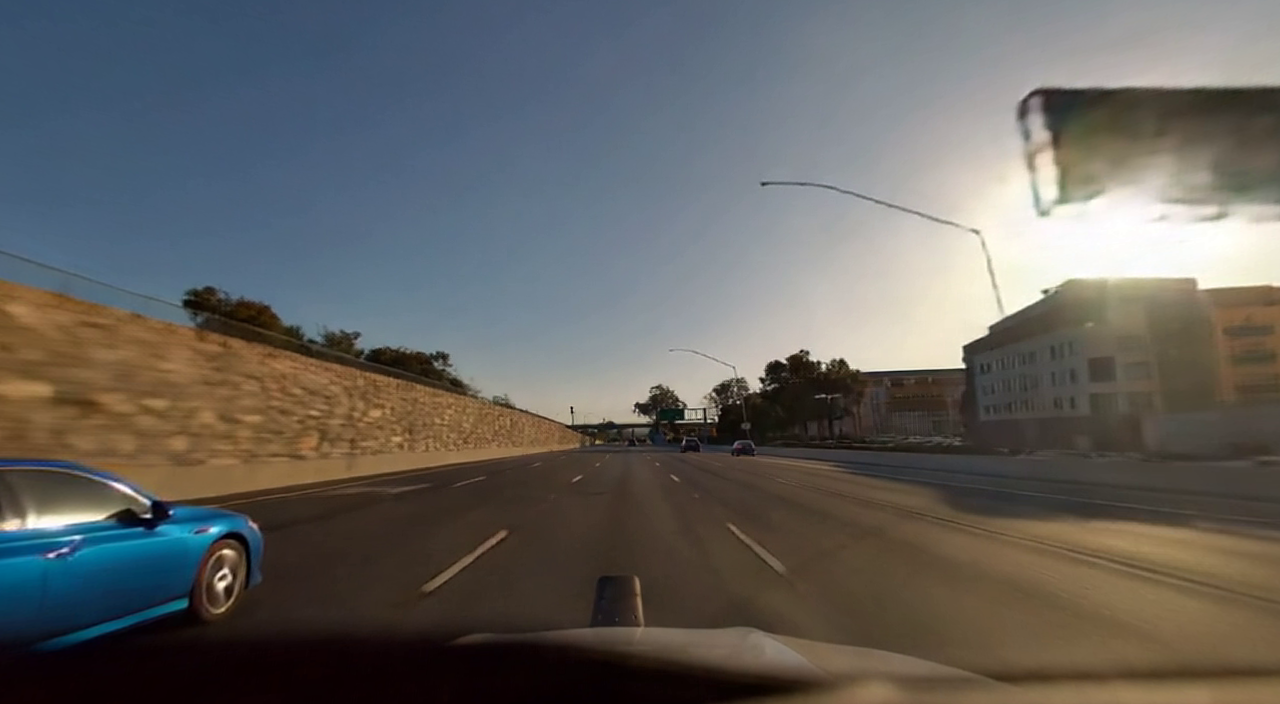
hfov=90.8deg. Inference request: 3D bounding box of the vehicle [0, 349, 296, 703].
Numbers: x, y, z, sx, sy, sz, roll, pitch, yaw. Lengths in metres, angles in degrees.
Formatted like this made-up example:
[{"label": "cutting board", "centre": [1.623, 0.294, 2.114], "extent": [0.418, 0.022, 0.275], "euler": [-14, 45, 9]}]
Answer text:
[{"label": "vehicle", "centre": [-3.800, 0.839, 2.880], "extent": [2.070, 1.641, 4.315], "euler": [0, -8, -1]}]
